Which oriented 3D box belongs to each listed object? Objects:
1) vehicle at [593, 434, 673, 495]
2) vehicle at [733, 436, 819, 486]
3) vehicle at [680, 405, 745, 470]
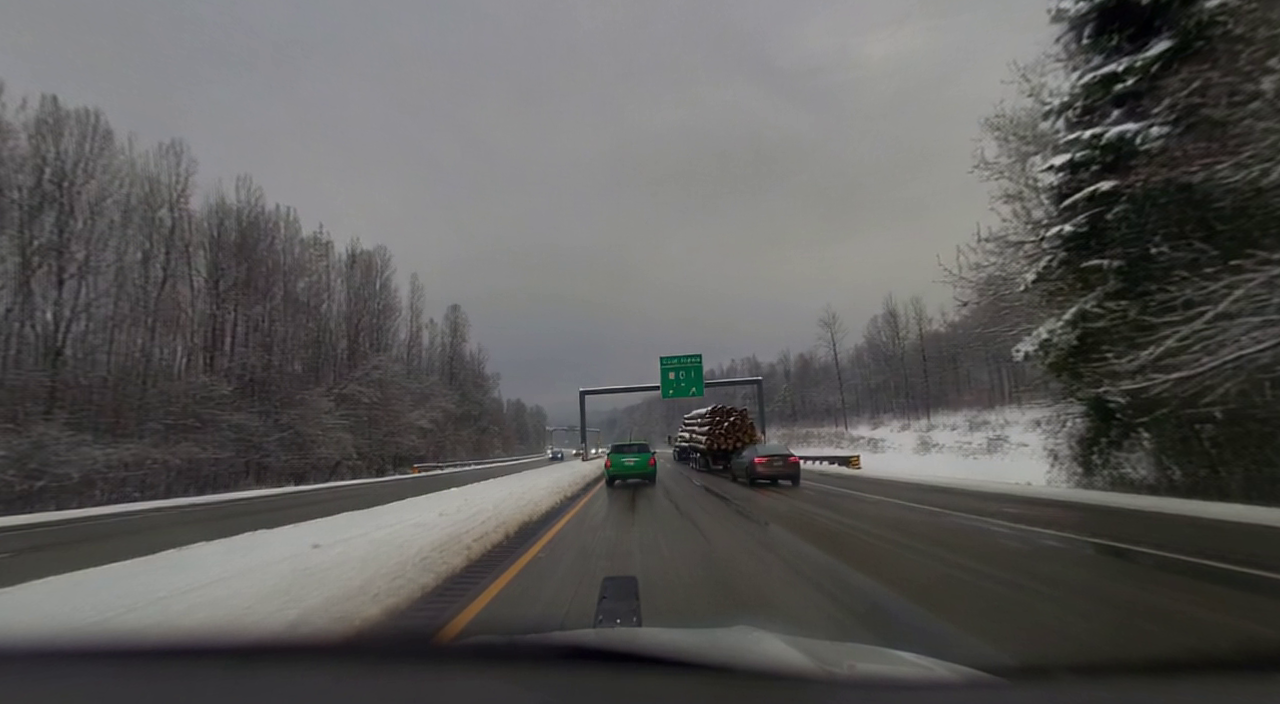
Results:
[{"bbox_3d":[-0.193,3.492,19.800,2.263,1.699,3.936,-1,-9,0],"label":"vehicle"},{"bbox_3d":[4.899,4.009,23.319,2.057,1.660,4.525,0,-9,-2],"label":"vehicle"},{"bbox_3d":[4.661,5.792,42.190,3.125,3.895,8.461,0,-9,-1],"label":"vehicle"}]
